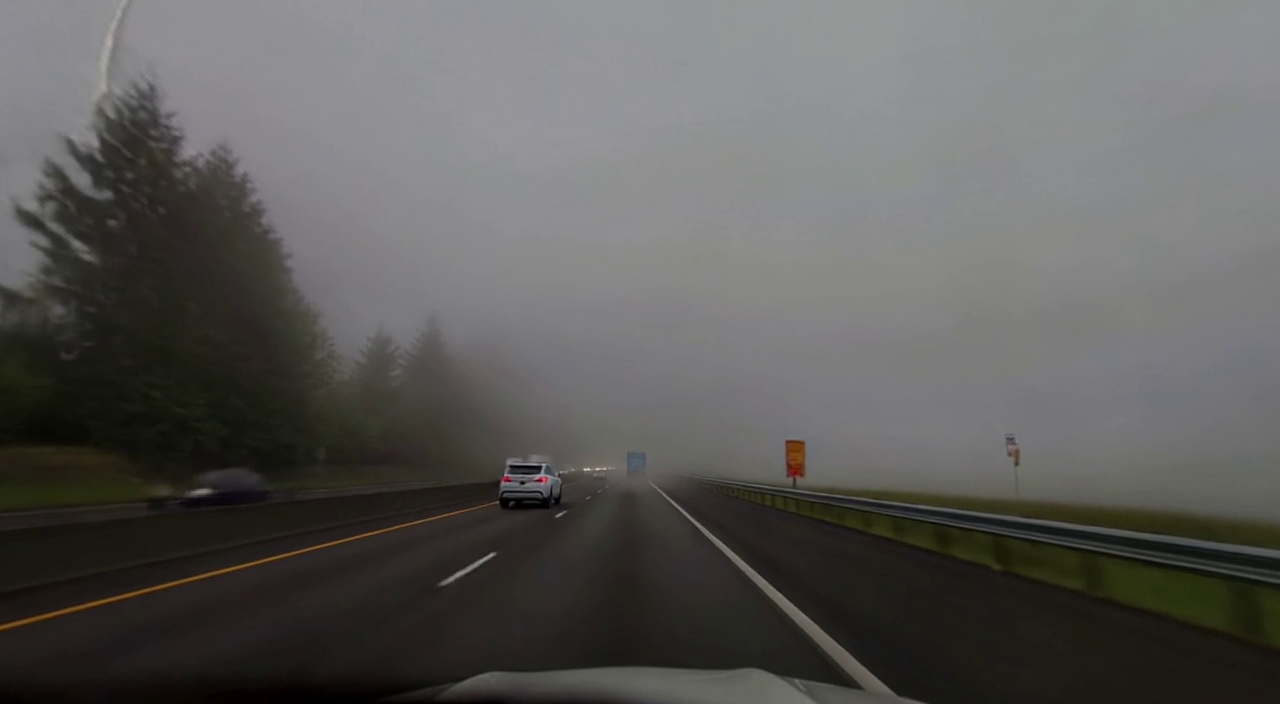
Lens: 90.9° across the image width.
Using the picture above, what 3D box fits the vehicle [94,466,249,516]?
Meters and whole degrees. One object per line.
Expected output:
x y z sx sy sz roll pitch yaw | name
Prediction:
-15.665 4.654 21.405 1.909 1.482 4.236 1 -11 1 | vehicle

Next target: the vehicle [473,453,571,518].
-3.472 4.069 19.482 2.124 1.705 4.440 1 -11 1 | vehicle
